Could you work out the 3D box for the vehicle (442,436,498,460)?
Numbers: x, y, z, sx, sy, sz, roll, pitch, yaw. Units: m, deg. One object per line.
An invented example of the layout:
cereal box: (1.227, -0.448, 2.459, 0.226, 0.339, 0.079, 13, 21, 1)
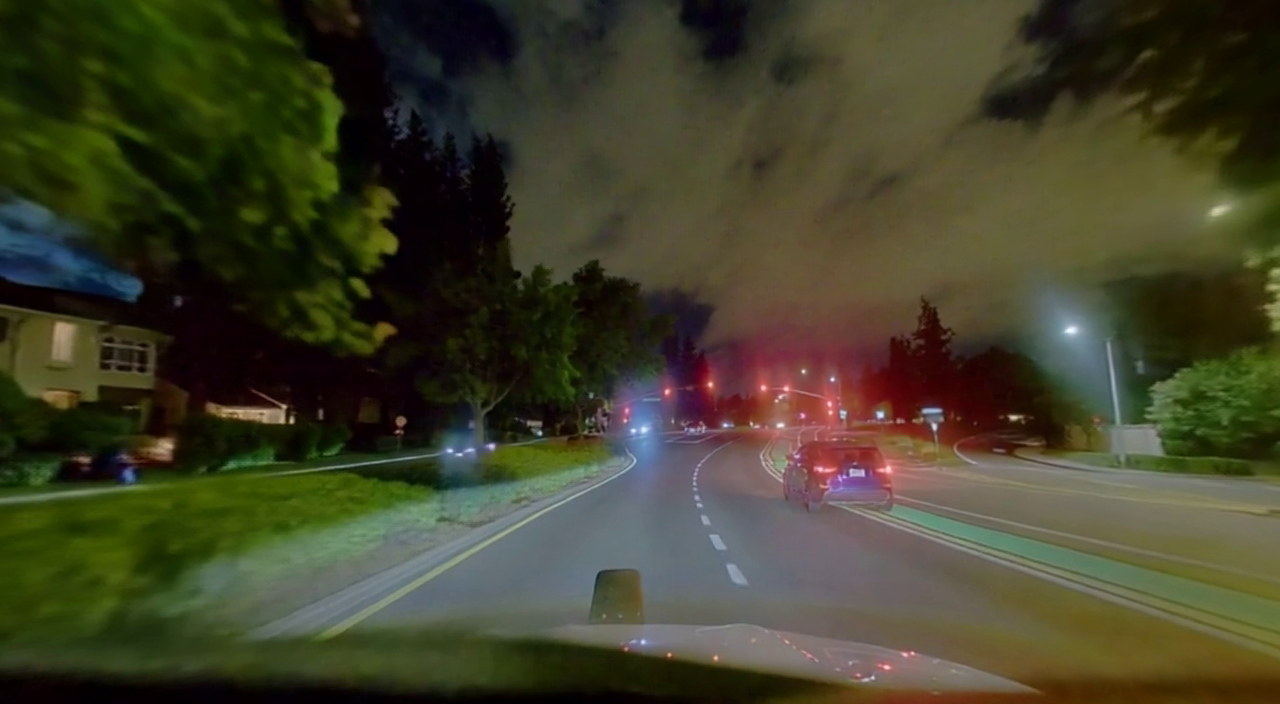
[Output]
vehicle: (-11.120, 6.381, 41.736, 1.903, 1.504, 4.346, -2, -9, 9)
